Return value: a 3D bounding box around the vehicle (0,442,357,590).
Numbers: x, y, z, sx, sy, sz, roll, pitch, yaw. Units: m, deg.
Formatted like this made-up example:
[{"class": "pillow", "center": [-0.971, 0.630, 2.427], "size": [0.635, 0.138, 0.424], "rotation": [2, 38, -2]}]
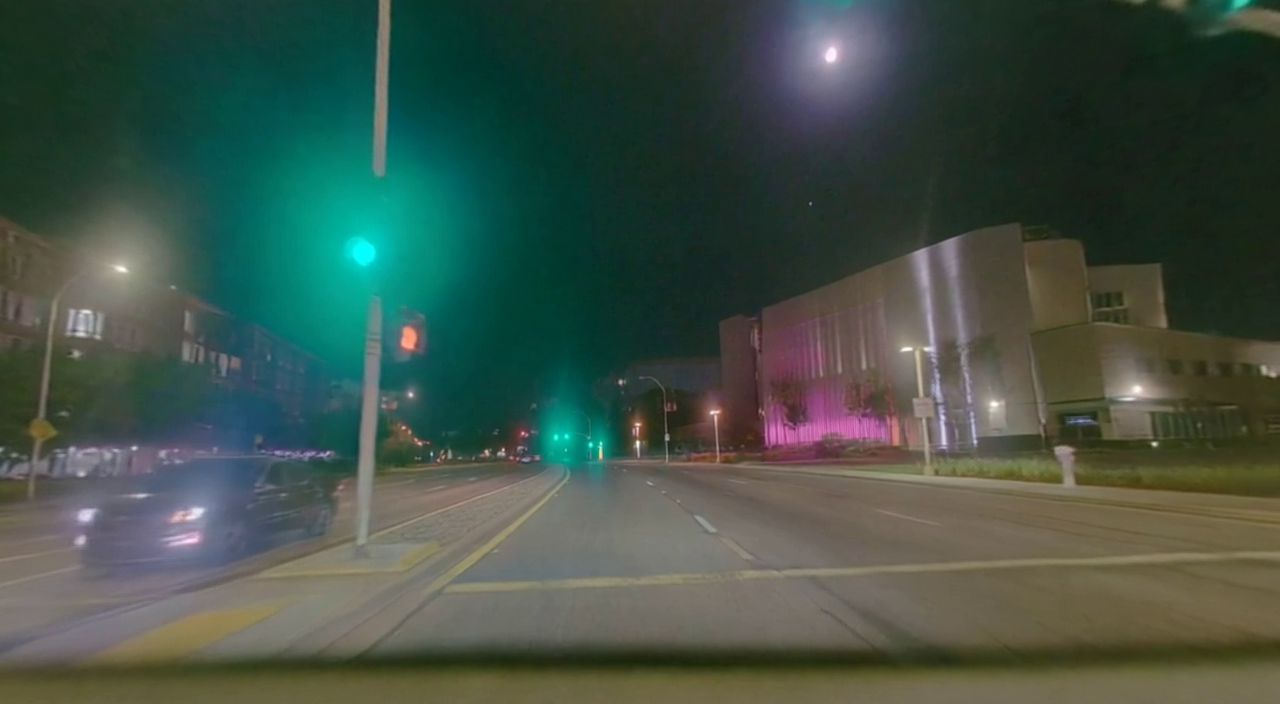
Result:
[{"class": "vehicle", "center": [-5.707, 1.983, 8.676], "size": [1.894, 1.474, 4.332], "rotation": [0, -8, -4]}]
